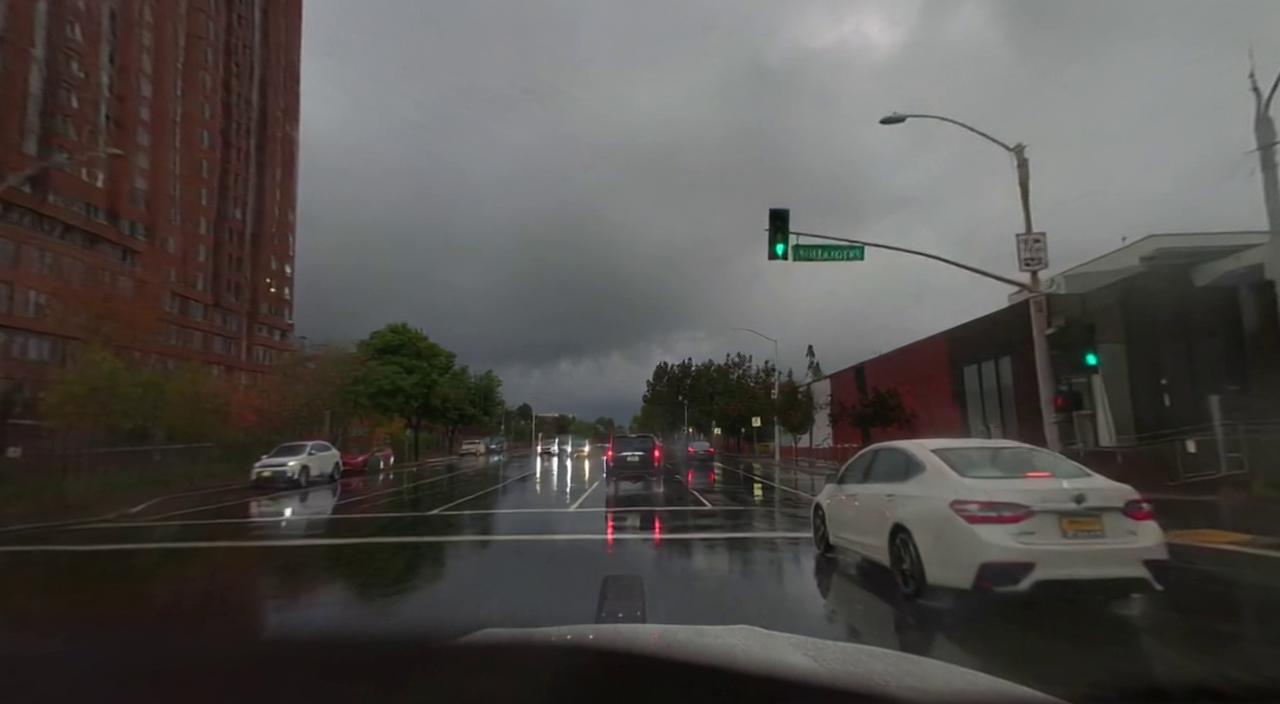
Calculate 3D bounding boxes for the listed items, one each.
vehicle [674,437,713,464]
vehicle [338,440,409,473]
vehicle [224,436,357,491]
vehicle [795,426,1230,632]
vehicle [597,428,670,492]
[{"bbox_3d":[3.079,5.772,37.095,1.852,1.462,4.155,0,-8,-1],"label":"vehicle"},{"bbox_3d":[-14.287,5.626,34.146,1.891,1.659,4.360,0,-8,0],"label":"vehicle"},{"bbox_3d":[-14.210,4.543,26.241,2.191,2.011,5.556,-1,-8,2],"label":"vehicle"},{"bbox_3d":[3.341,1.663,7.070,2.026,1.499,4.662,0,-8,0],"label":"vehicle"},{"bbox_3d":[-0.203,3.493,20.698,2.105,1.842,4.537,0,-8,0],"label":"vehicle"}]
